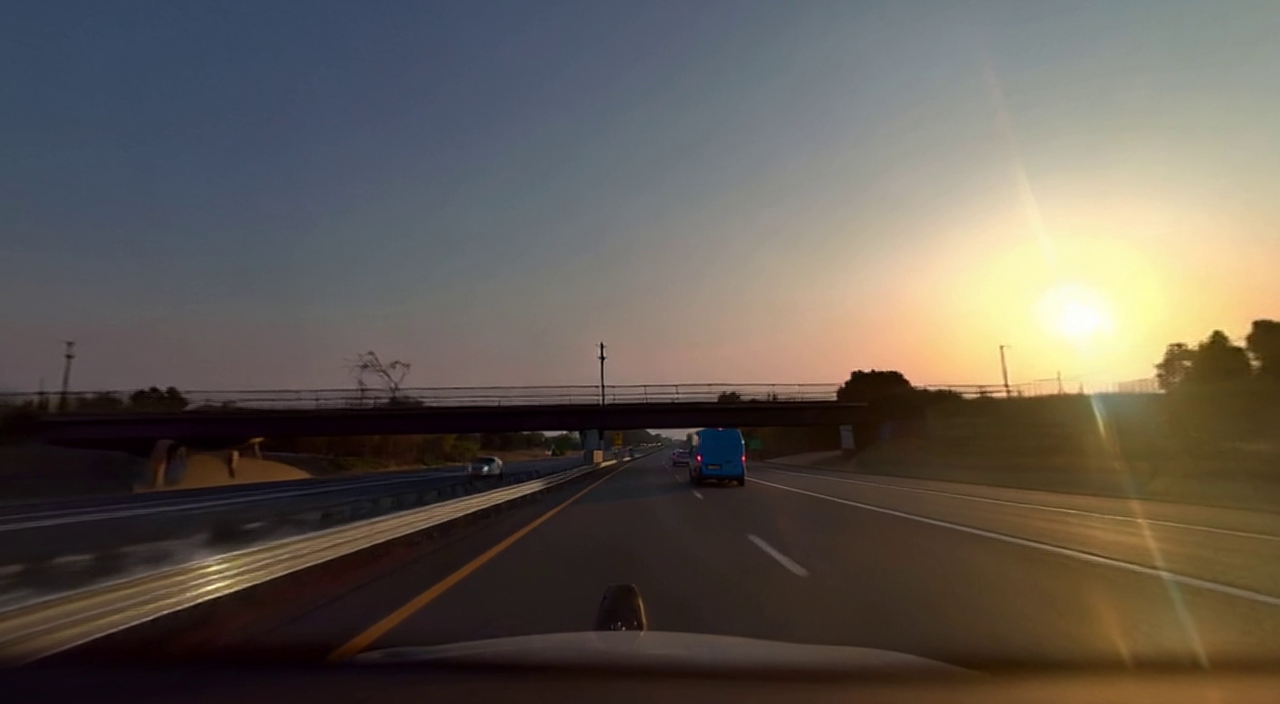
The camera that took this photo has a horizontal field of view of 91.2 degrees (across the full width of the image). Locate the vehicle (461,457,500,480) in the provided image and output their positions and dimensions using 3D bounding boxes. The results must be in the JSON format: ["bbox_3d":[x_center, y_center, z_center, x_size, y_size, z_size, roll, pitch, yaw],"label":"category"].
[{"bbox_3d":[-12.162,8.920,48.042,1.890,1.593,4.054,-1,-9,1],"label":"vehicle"}]

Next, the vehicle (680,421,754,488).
[{"bbox_3d":[3.224,4.459,27.483,2.560,2.598,5.581,-1,-9,1],"label":"vehicle"}]
